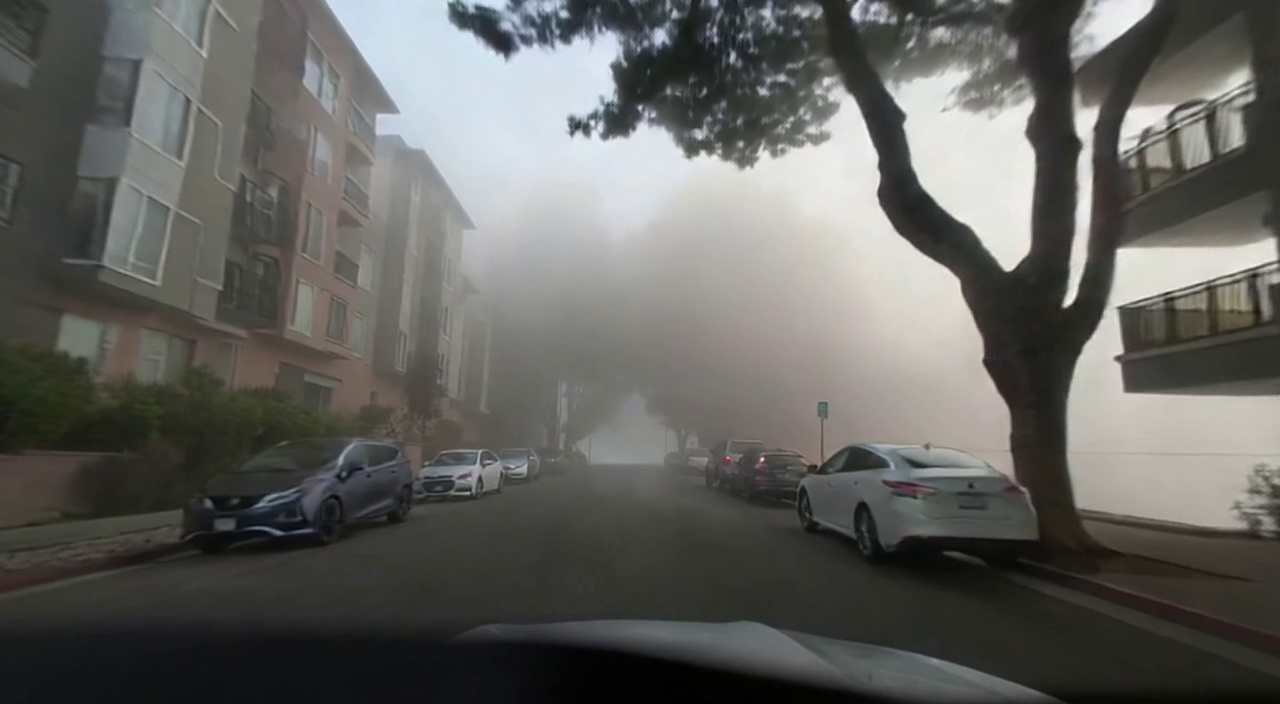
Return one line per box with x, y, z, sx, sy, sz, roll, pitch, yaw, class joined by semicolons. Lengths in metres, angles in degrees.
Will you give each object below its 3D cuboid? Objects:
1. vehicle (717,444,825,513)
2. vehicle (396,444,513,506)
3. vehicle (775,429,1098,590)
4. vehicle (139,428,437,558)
3.513;3.480;18.026;1.988;1.652;5.017;0;-9;0;vehicle
-5.769;3.861;20.474;2.256;1.590;5.488;-3;-8;-2;vehicle
3.746;2.081;9.375;2.187;1.699;5.038;1;-9;-2;vehicle
-5.628;2.308;11.241;2.222;1.735;5.215;0;-9;1;vehicle
